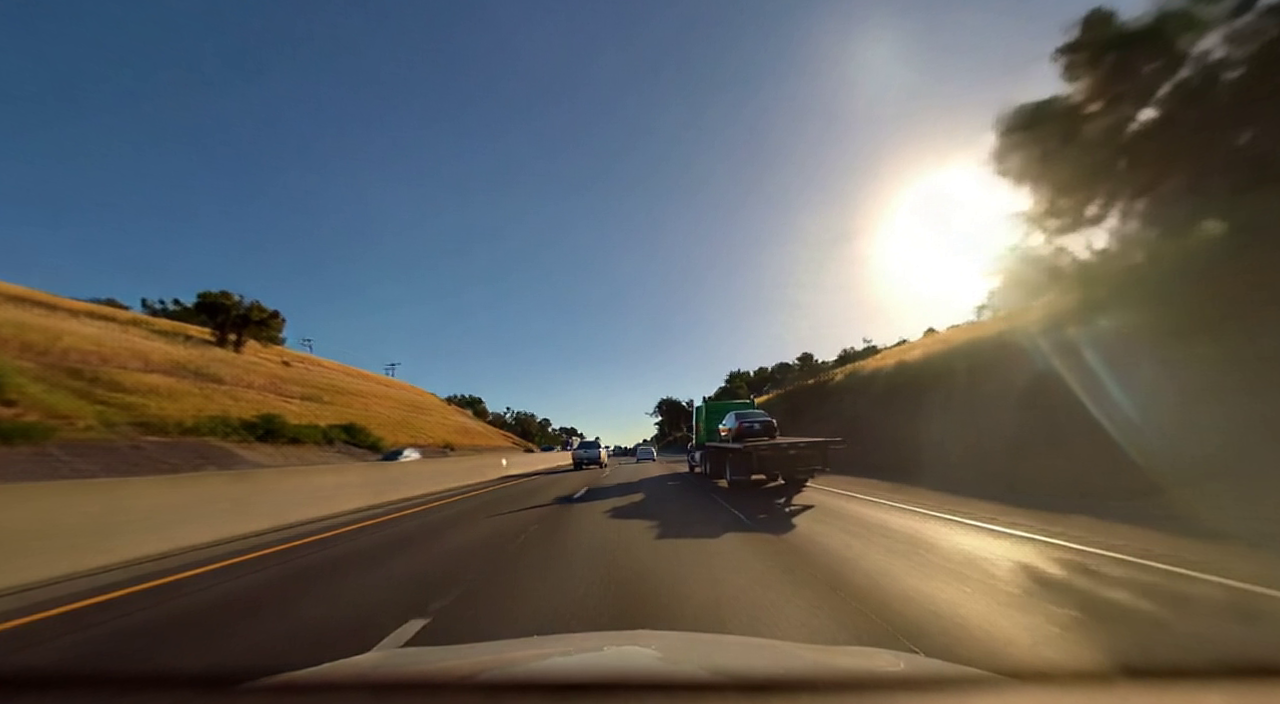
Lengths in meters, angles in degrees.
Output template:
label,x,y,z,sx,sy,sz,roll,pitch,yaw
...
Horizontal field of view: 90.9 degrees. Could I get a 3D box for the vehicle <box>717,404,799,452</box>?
label,x,y,z,sx,sy,sz,roll,pitch,yaw
vehicle,4.085,2.790,22.525,1.968,1.547,4.215,0,-9,-2

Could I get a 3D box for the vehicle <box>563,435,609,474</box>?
label,x,y,z,sx,sy,sz,roll,pitch,yaw
vehicle,-2.986,5.840,35.933,2.142,2.044,4.446,0,-9,2

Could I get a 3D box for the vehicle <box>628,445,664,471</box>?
label,x,y,z,sx,sy,sz,roll,pitch,yaw
vehicle,0.373,6.422,38.229,2.086,1.497,3.681,0,-9,1

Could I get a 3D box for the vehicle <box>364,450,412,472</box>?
label,x,y,z,sx,sy,sz,roll,pitch,yaw
vehicle,-18.365,7.932,46.103,1.962,1.488,3.587,0,-9,0

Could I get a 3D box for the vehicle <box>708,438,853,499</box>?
label,x,y,z,sx,sy,sz,roll,pitch,yaw
vehicle,4.210,3.804,21.316,2.654,1.574,9.537,0,-9,-1
